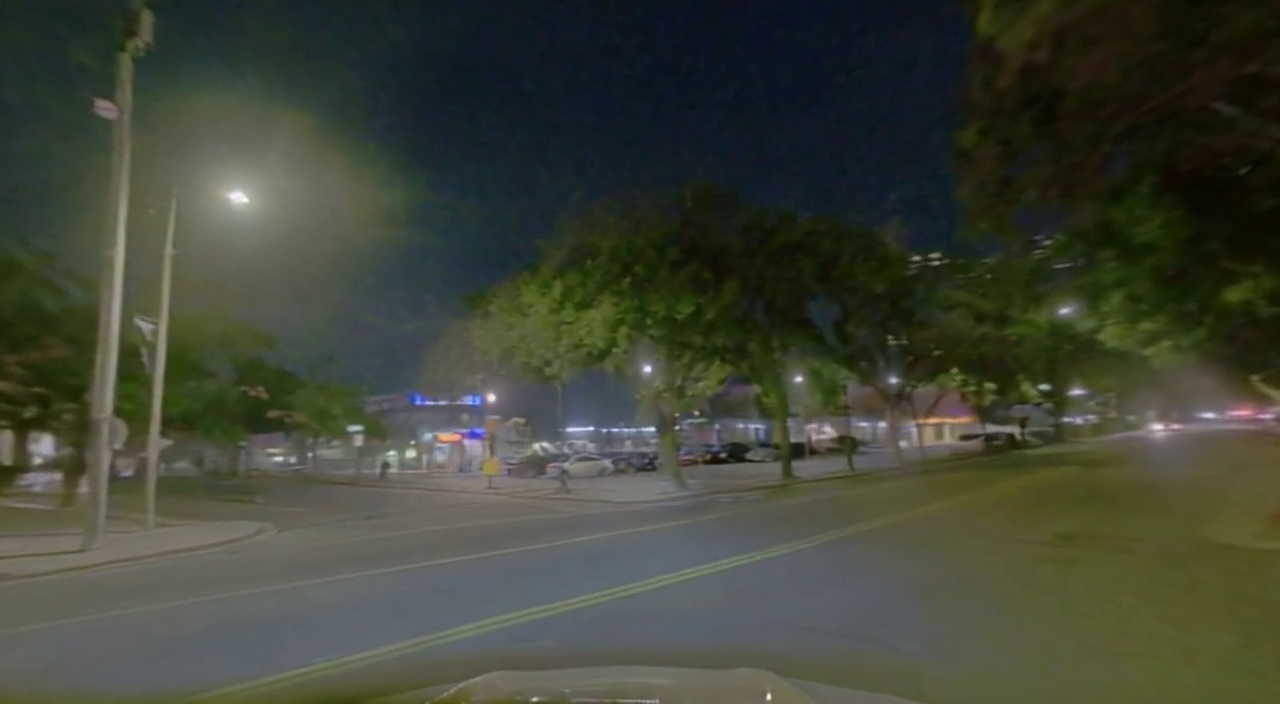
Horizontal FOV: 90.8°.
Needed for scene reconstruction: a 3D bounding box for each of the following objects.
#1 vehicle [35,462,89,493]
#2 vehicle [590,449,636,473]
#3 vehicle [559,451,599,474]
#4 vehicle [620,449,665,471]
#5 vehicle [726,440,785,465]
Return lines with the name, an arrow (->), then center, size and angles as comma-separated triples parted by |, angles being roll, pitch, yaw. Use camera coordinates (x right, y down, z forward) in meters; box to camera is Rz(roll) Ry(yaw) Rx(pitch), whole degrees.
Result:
vehicle -> -40.388, 8.793, 44.101 | 4.560, 1.862, 2.290 | -12, -11, 41
vehicle -> -1.972, 7.658, 44.501 | 2.121, 1.541, 5.124 | 2, -9, -15
vehicle -> -4.254, 7.614, 43.594 | 2.130, 1.458, 4.157 | 2, -9, -13
vehicle -> 0.122, 8.118, 47.799 | 2.102, 1.541, 4.416 | 3, -9, -18
vehicle -> 8.649, 7.593, 47.882 | 2.112, 1.719, 5.483 | 2, -9, -16
